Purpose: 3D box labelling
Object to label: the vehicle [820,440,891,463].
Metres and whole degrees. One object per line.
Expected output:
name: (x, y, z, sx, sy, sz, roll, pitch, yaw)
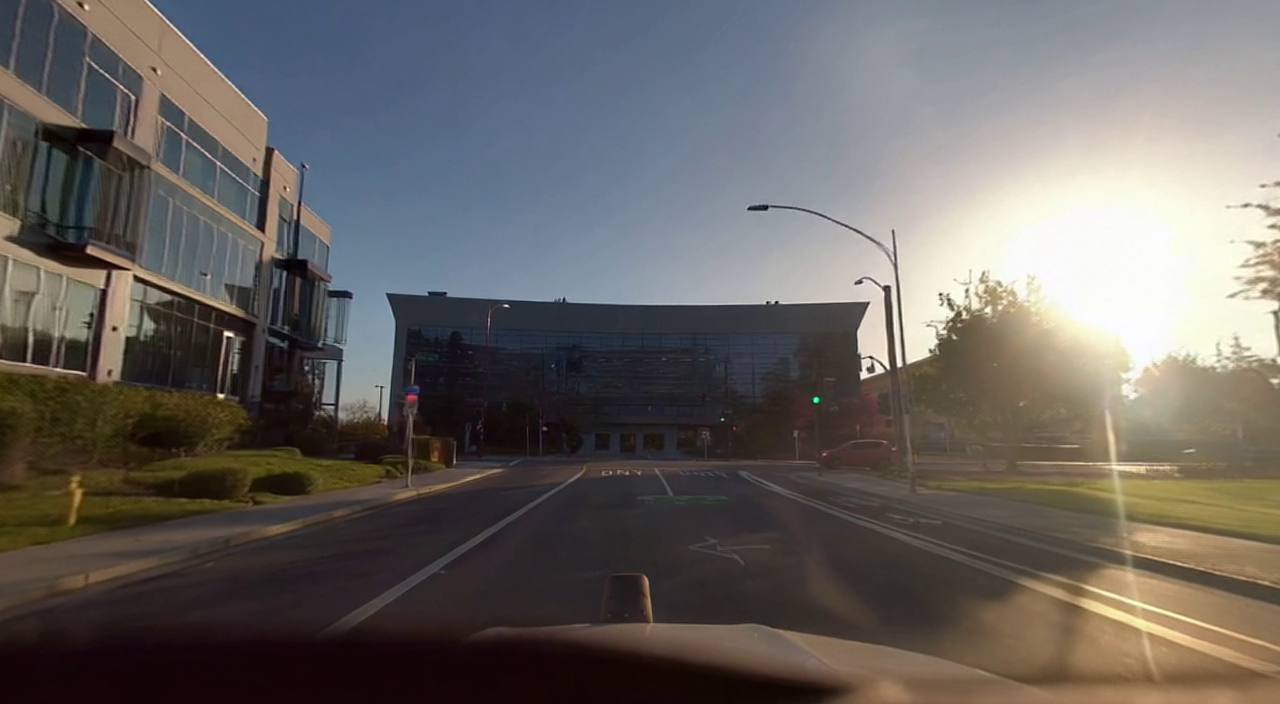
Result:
vehicle: (16.496, 7.615, 48.419, 4.715, 1.671, 2.030, 0, -8, -1)
